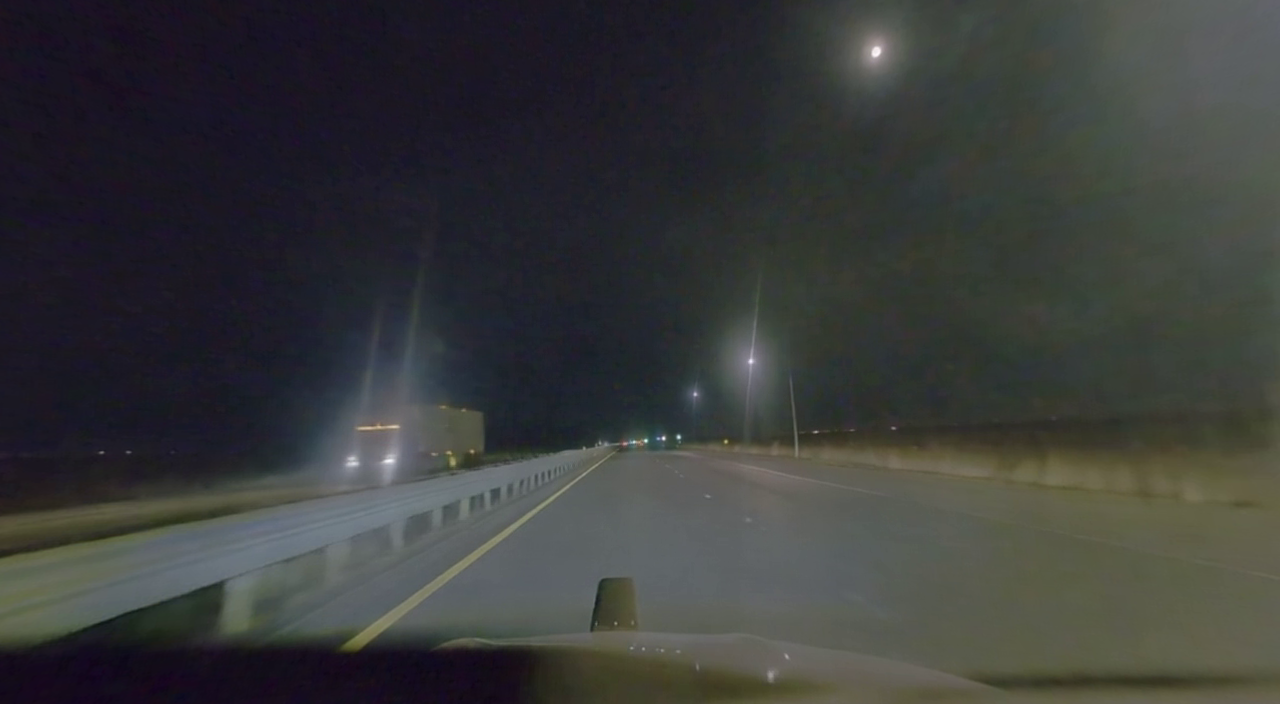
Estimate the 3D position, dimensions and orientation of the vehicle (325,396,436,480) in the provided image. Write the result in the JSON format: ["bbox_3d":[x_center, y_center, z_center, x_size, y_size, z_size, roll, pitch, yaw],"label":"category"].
[{"bbox_3d":[-13.692,4.623,33.945,3.370,4.028,6.280,0,-8,-2],"label":"vehicle"}]
